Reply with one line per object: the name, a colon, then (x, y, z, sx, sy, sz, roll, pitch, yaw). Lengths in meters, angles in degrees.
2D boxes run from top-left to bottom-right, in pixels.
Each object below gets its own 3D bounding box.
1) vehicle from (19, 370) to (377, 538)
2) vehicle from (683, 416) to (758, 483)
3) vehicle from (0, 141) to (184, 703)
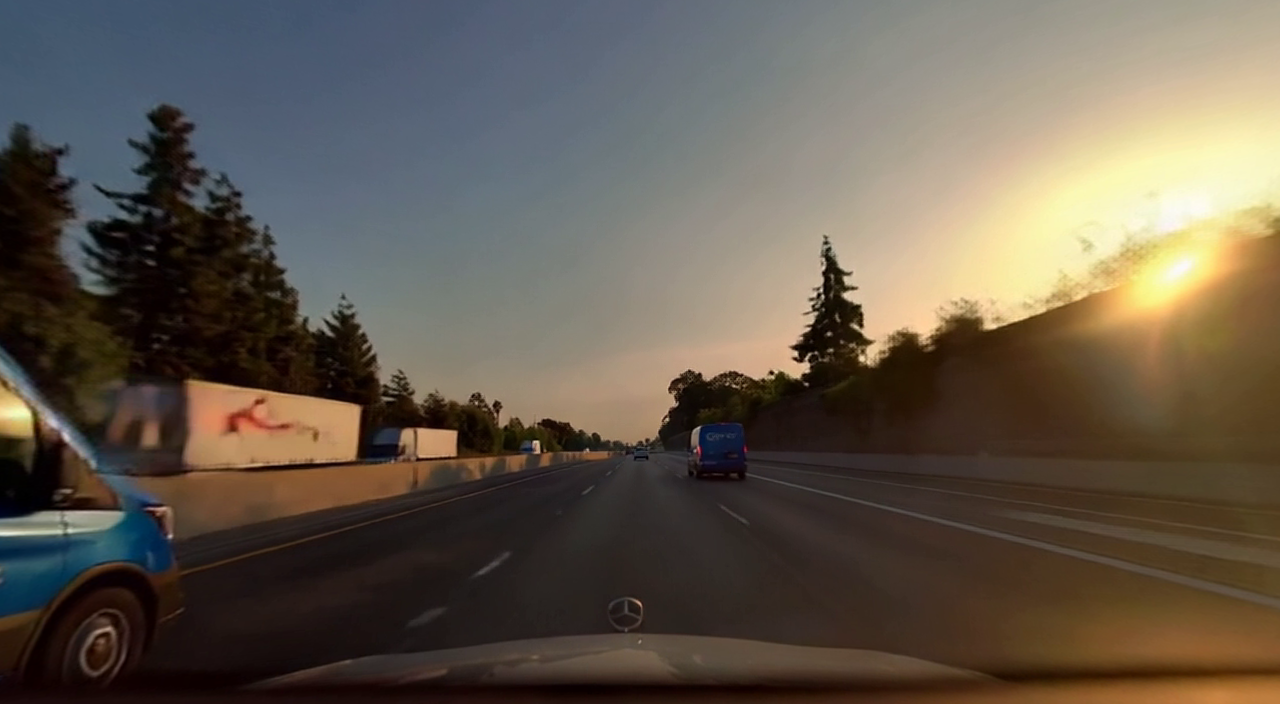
vehicle: (-16.718, 4.284, 27.313, 3.415, 5.033, 16.486, 0, -9, 1)
vehicle: (3.303, 4.214, 27.273, 2.373, 2.561, 5.922, 0, -9, -1)
vehicle: (-3.740, 0.092, 0.158, 2.409, 2.523, 6.275, 0, -9, 1)
